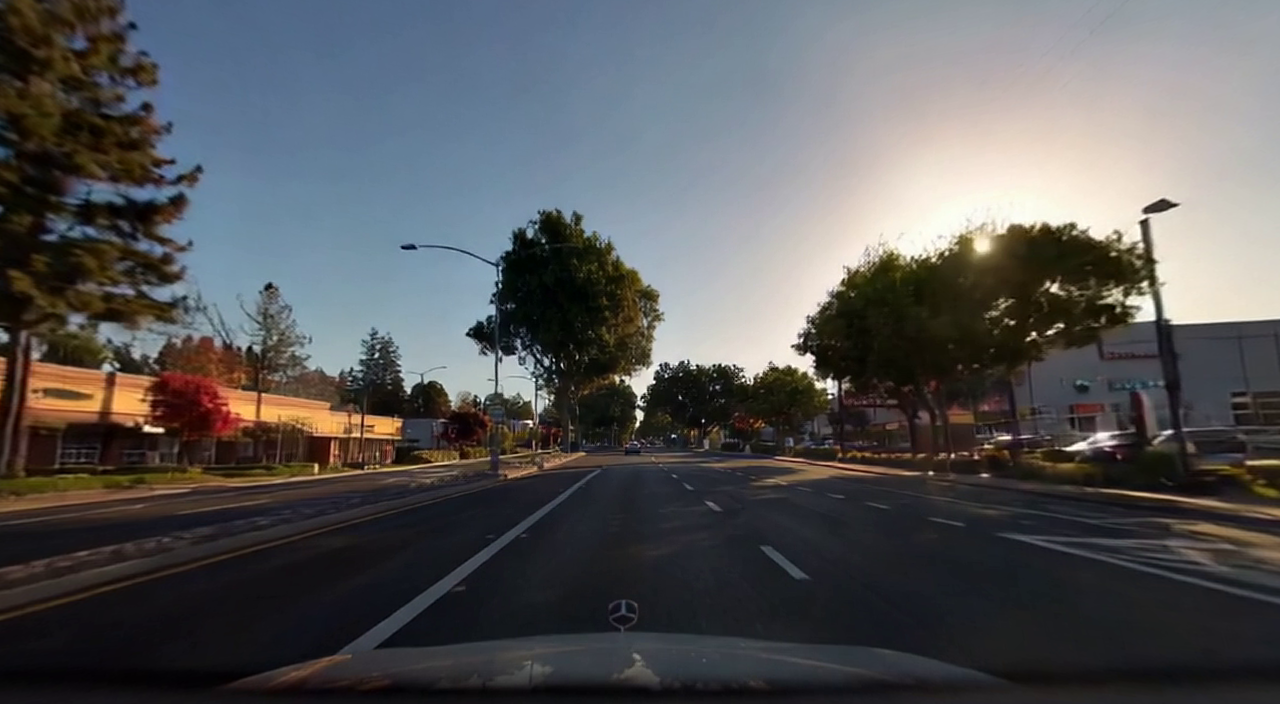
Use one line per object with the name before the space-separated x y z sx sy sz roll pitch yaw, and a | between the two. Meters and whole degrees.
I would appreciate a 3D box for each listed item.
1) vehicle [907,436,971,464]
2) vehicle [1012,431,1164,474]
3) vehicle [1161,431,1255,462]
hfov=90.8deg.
vehicle | 18.832 6.188 40.011 1.886 1.670 4.562 0 -8 1
vehicle | 16.991 3.834 24.119 4.324 1.536 1.947 0 -9 -1
vehicle | 35.208 5.860 39.321 1.962 1.791 4.054 0 -8 0
